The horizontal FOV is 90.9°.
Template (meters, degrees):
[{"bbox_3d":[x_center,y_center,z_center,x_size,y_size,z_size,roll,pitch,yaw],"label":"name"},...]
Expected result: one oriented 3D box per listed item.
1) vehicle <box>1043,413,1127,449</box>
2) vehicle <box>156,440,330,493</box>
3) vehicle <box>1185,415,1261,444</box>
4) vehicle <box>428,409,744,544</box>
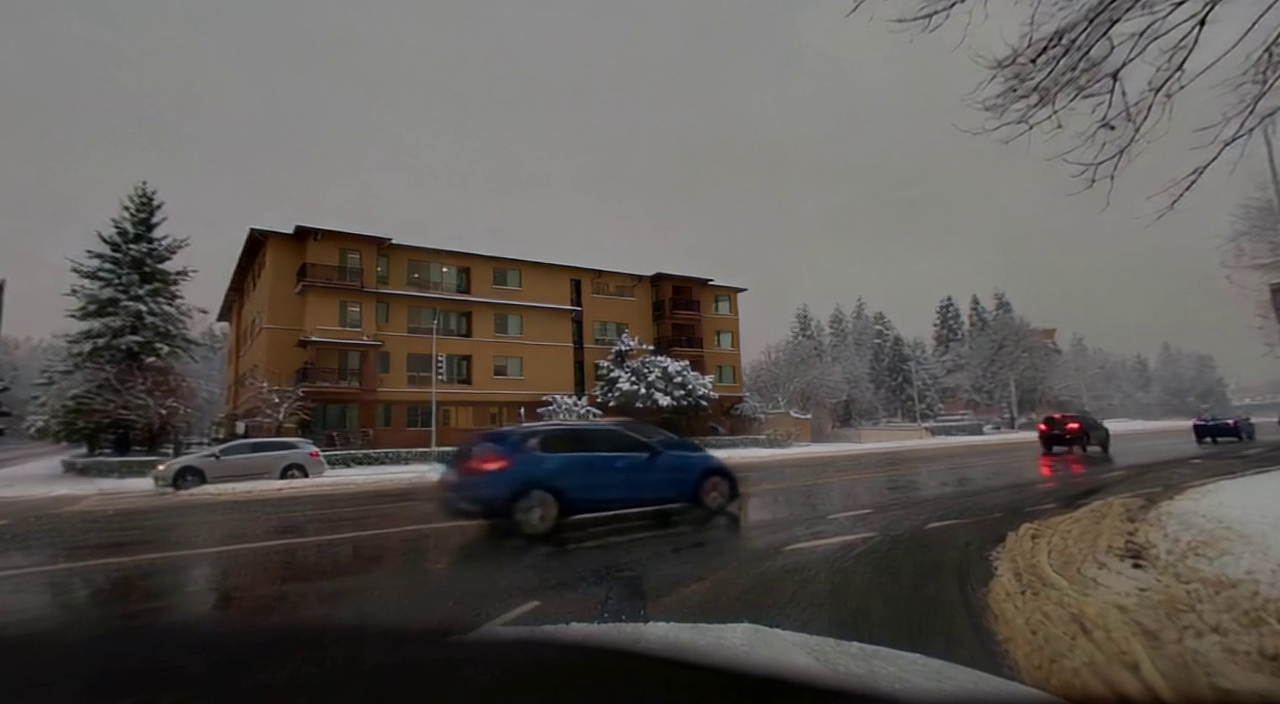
[{"bbox_3d":[22.838,4.083,32.314,4.683,1.678,1.981,6,-10,-36],"label":"vehicle"},{"bbox_3d":[-12.087,3.443,19.361,4.289,1.415,1.774,6,-10,-37],"label":"vehicle"},{"bbox_3d":[30.934,4.143,33.403,4.521,1.433,1.943,6,-10,-35],"label":"vehicle"},{"bbox_3d":[-0.717,1.812,9.805,4.438,1.625,2.033,6,-10,-35],"label":"vehicle"}]
